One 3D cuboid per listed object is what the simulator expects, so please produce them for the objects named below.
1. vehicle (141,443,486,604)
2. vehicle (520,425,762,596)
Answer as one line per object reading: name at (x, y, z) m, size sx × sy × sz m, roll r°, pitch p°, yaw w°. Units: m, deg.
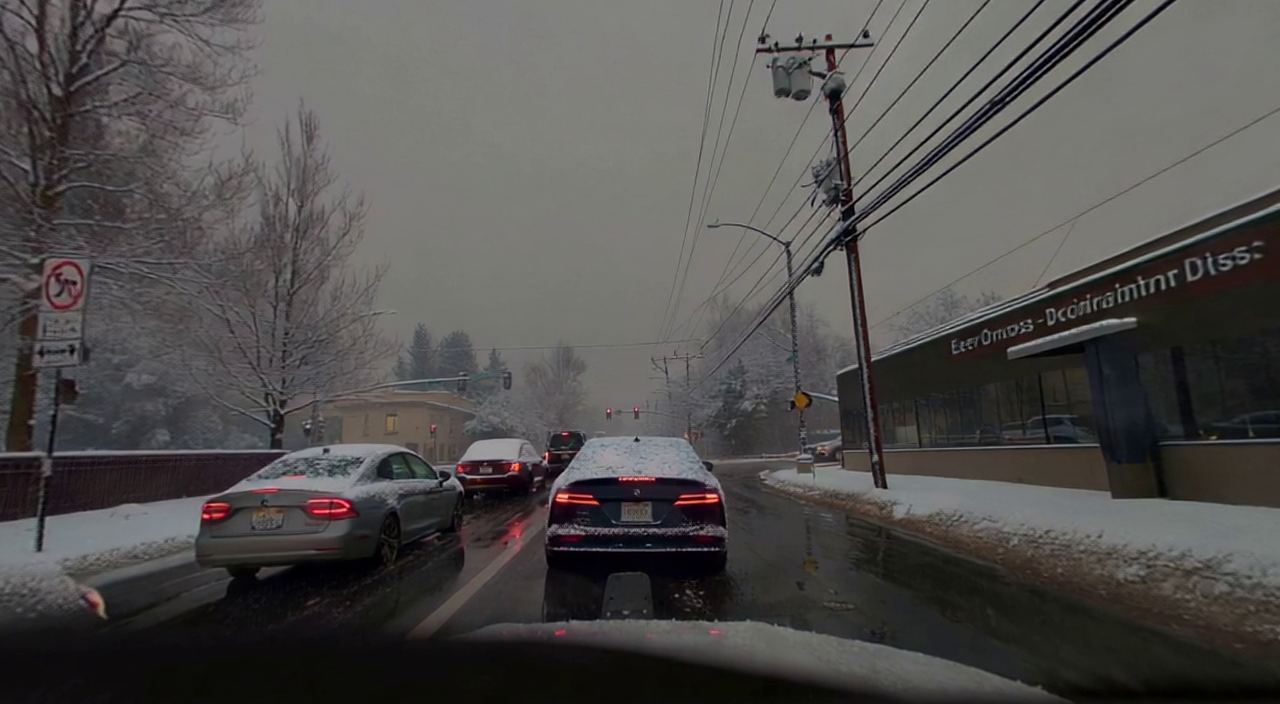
vehicle at (-3.237, 1.742, 7.329) m, size 1.765 × 1.319 × 4.013 m, roll 0°, pitch -9°, yaw 2°
vehicle at (-0.006, 1.681, 7.533) m, size 2.101 × 1.469 × 3.955 m, roll 0°, pitch -9°, yaw 0°
